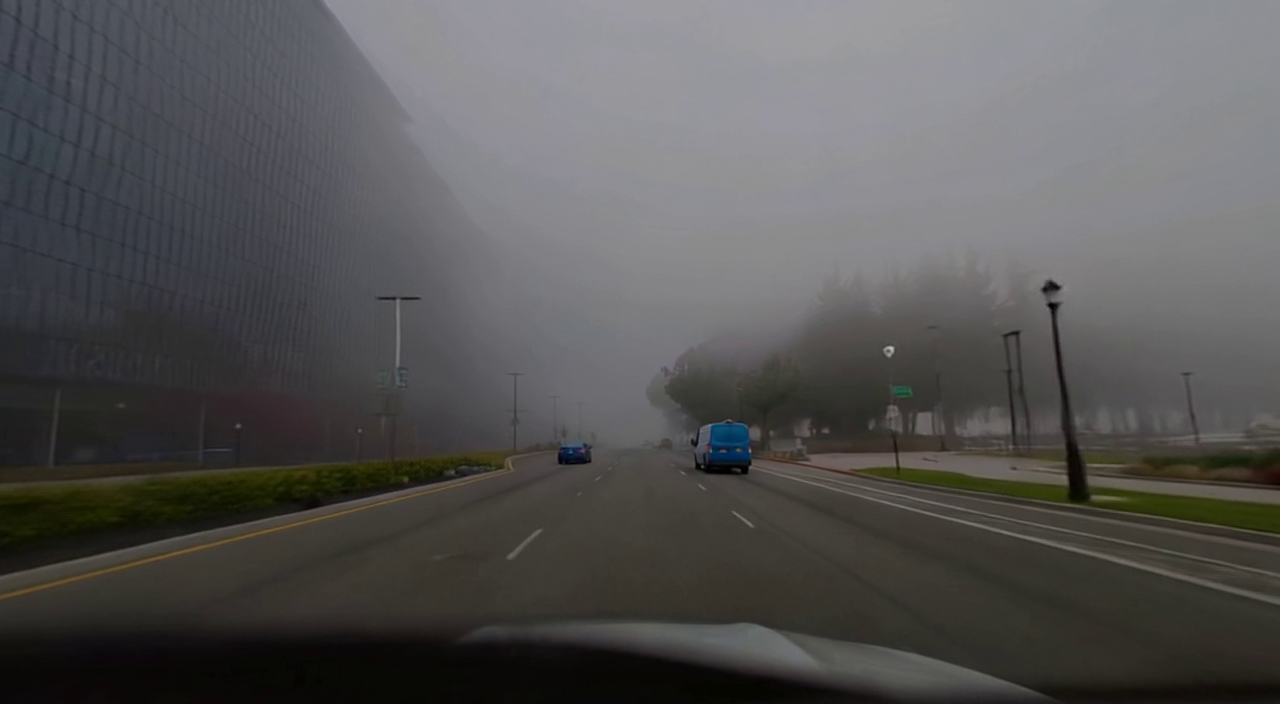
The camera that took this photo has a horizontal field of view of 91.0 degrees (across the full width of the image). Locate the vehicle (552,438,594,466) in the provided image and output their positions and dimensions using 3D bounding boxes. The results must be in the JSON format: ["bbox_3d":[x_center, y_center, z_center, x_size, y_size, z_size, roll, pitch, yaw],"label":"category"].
[{"bbox_3d":[-3.687,5.612,35.429,1.864,1.464,4.195,0,-8,1],"label":"vehicle"}]

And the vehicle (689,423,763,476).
[{"bbox_3d":[3.336,3.920,25.536,2.200,1.914,5.145,0,-8,-1],"label":"vehicle"}]
